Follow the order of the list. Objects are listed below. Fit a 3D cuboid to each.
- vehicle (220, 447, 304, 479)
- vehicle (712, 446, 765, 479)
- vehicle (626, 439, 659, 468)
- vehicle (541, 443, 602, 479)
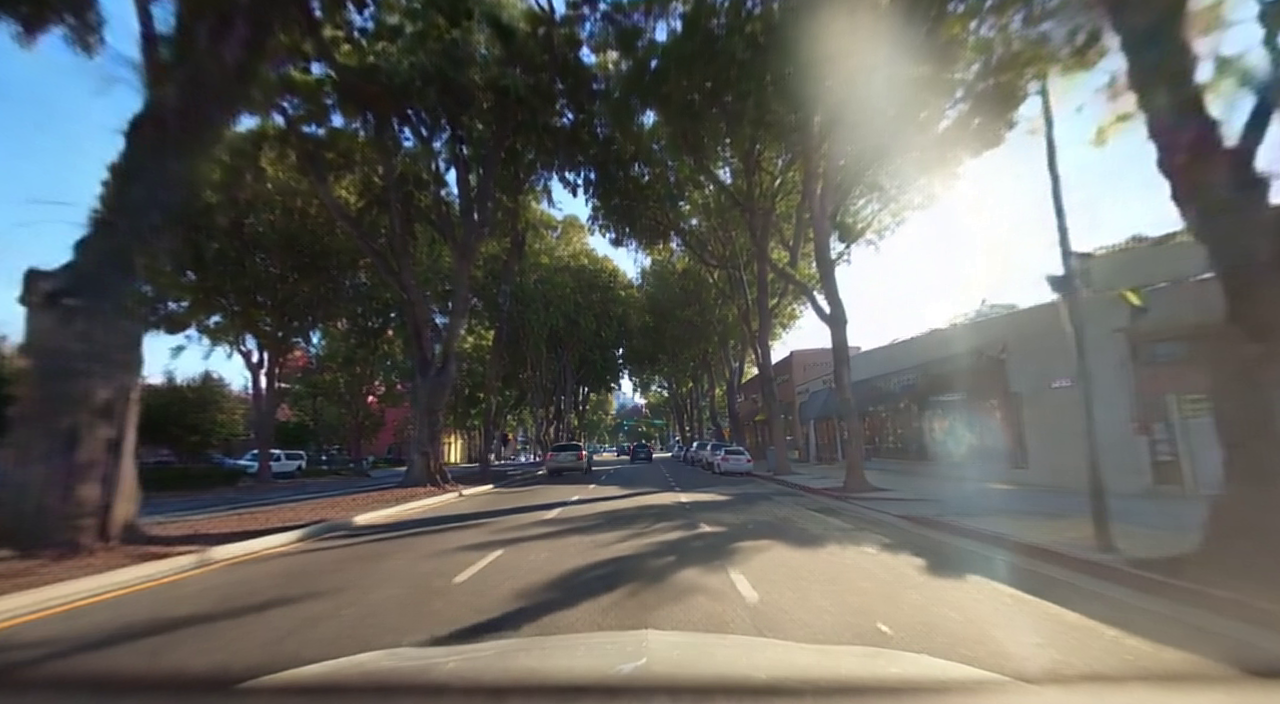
[{"bbox_3d":[-26.924,7.887,45.206,2.231,2.124,5.680,0,-9,4],"label":"vehicle"},{"bbox_3d":[4.628,5.257,30.257,1.896,1.451,4.329,0,-9,0],"label":"vehicle"},{"bbox_3d":[0.192,6.653,41.303,2.075,1.770,4.018,0,-9,0],"label":"vehicle"},{"bbox_3d":[-3.054,4.987,29.092,2.151,1.484,4.468,0,-9,2],"label":"vehicle"}]
